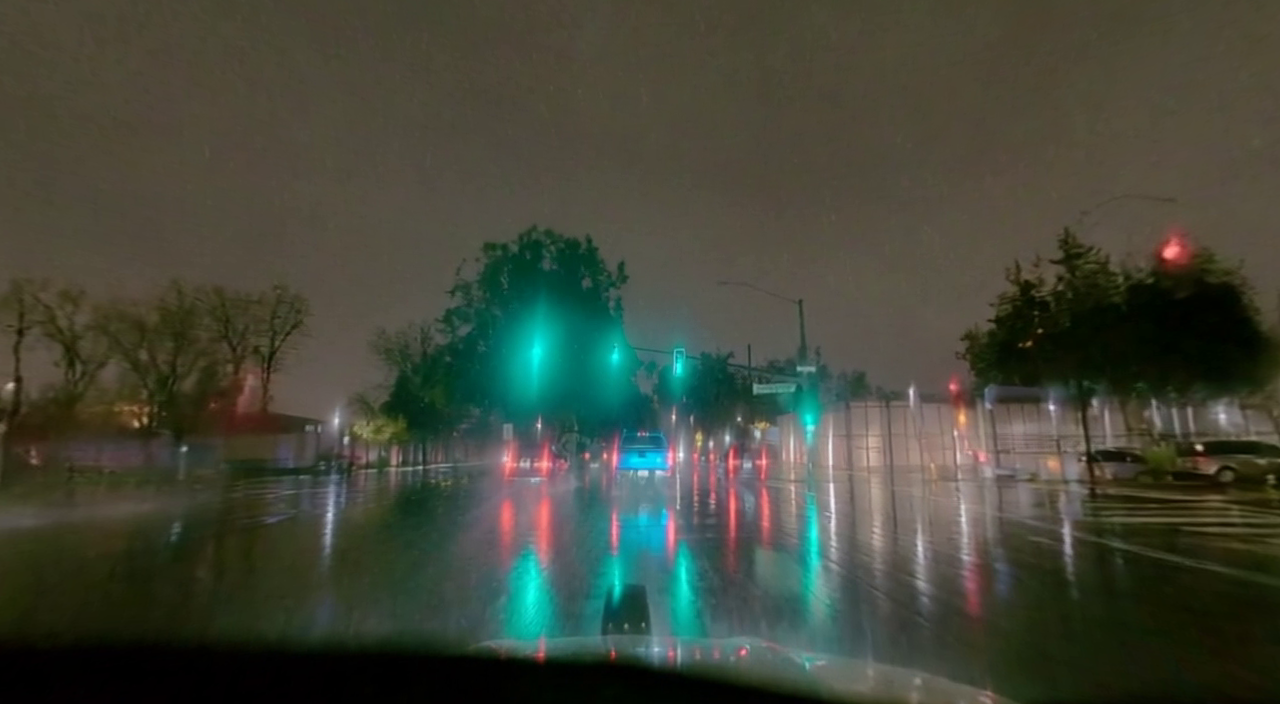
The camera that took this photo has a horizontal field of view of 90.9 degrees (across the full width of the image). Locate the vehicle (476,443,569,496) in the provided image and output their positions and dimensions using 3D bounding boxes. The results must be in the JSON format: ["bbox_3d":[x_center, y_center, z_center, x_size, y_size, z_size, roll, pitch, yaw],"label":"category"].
[{"bbox_3d":[-3.548,3.632,19.938,1.986,1.465,4.509,0,-8,1],"label":"vehicle"}]

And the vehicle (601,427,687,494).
[{"bbox_3d":[0.133,3.522,20.827,2.493,1.934,4.957,0,-8,0],"label":"vehicle"}]

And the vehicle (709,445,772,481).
[{"bbox_3d":[4.398,4.894,28.162,1.968,1.472,4.456,0,-8,-1],"label":"vehicle"}]

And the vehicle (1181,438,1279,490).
[{"bbox_3d":[23.092,4.152,23.806,4.786,1.777,2.248,4,-9,-27],"label":"vehicle"}]

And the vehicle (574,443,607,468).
[{"bbox_3d":[-3.549,7.488,45.897,2.018,1.700,4.142,0,-8,0],"label":"vehicle"}]

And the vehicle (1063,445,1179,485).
[{"bbox_3d":[19.920,4.624,26.061,4.417,1.492,1.943,4,-9,-26],"label":"vehicle"}]
